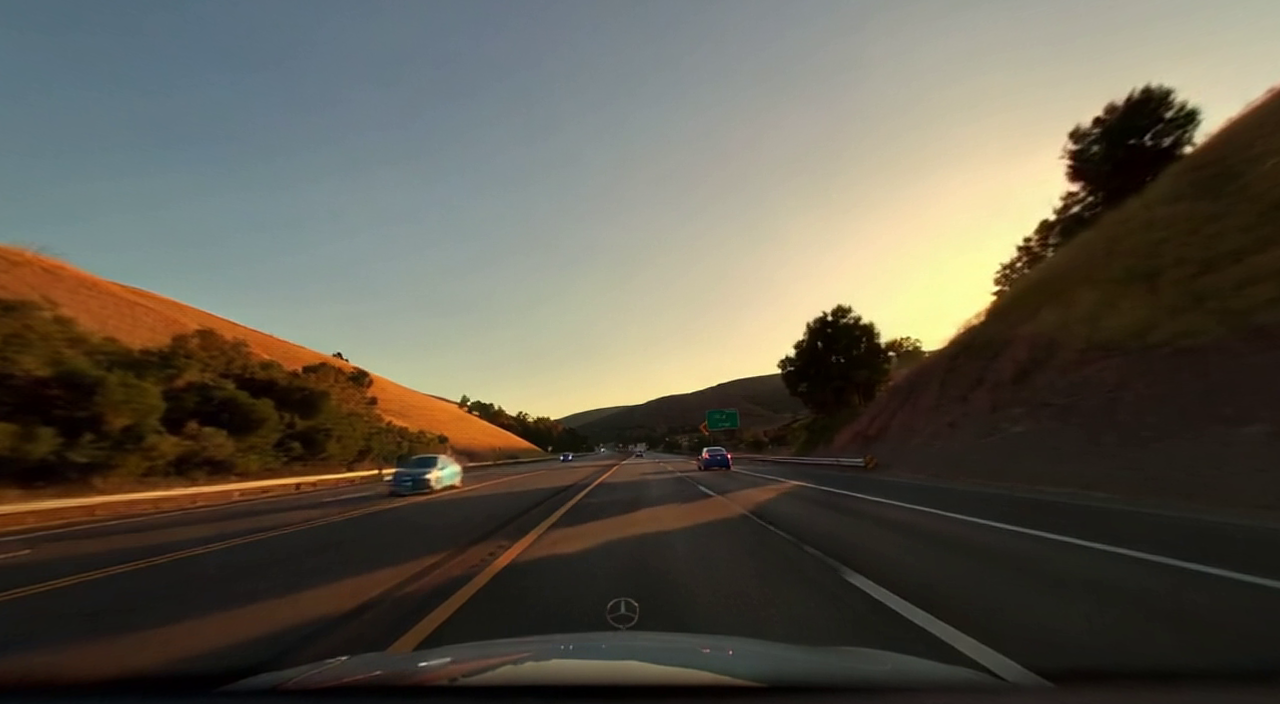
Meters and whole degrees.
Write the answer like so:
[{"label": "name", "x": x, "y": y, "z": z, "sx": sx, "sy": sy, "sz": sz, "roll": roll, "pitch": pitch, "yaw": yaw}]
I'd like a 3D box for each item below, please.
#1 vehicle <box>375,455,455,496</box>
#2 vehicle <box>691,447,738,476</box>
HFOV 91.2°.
[{"label": "vehicle", "x": -9.585, "y": 5.253, "z": 27.073, "sx": 1.860, "sy": 1.551, "sz": 4.442, "roll": 0, "pitch": -9, "yaw": -1}, {"label": "vehicle", "x": 4.013, "y": 5.945, "z": 34.342, "sx": 1.981, "sy": 1.440, "sz": 4.125, "roll": 0, "pitch": -9, "yaw": -1}]
